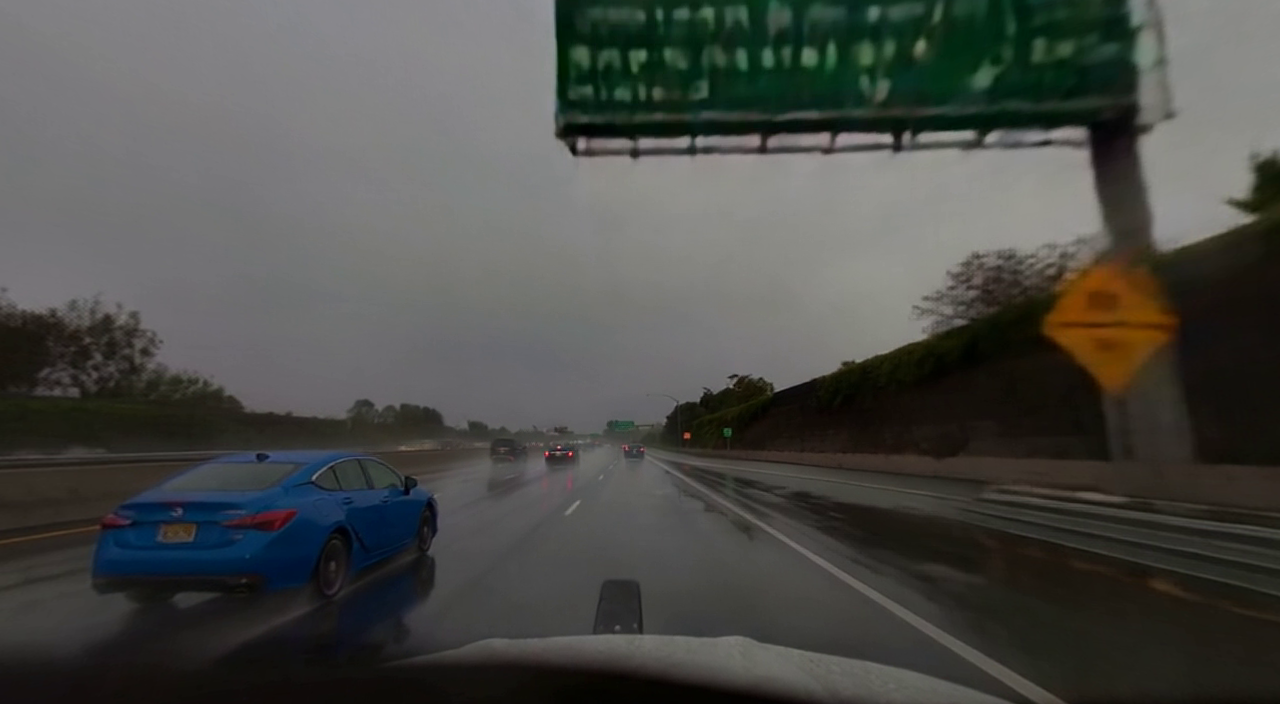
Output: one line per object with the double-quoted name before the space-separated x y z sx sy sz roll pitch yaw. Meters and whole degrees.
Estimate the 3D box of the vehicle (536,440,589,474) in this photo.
"vehicle" -3.699 5.093 30.816 2.068 1.501 4.395 0 -8 -1

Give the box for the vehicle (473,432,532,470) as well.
"vehicle" -7.644 5.576 35.746 2.171 1.982 5.246 0 -8 -1

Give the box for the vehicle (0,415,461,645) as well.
"vehicle" -3.474 1.508 6.454 2.025 1.506 4.429 0 -8 0

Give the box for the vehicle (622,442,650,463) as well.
"vehicle" -0.364 7.563 47.645 2.018 1.508 4.087 0 -8 -2
